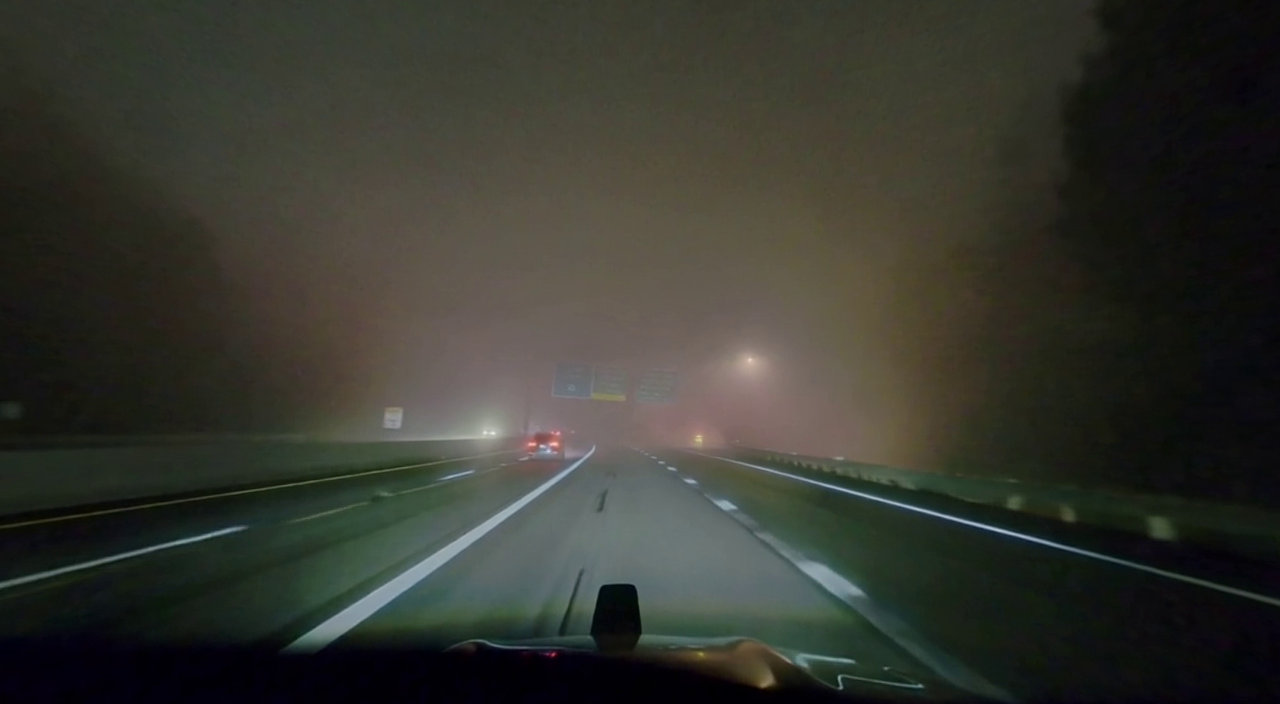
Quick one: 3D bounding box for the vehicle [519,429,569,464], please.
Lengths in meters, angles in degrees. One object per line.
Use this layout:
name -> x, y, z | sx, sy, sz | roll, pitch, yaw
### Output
vehicle -> -4.578, 4.564, 30.456 | 1.878, 1.548, 3.966 | 0, -8, -1
